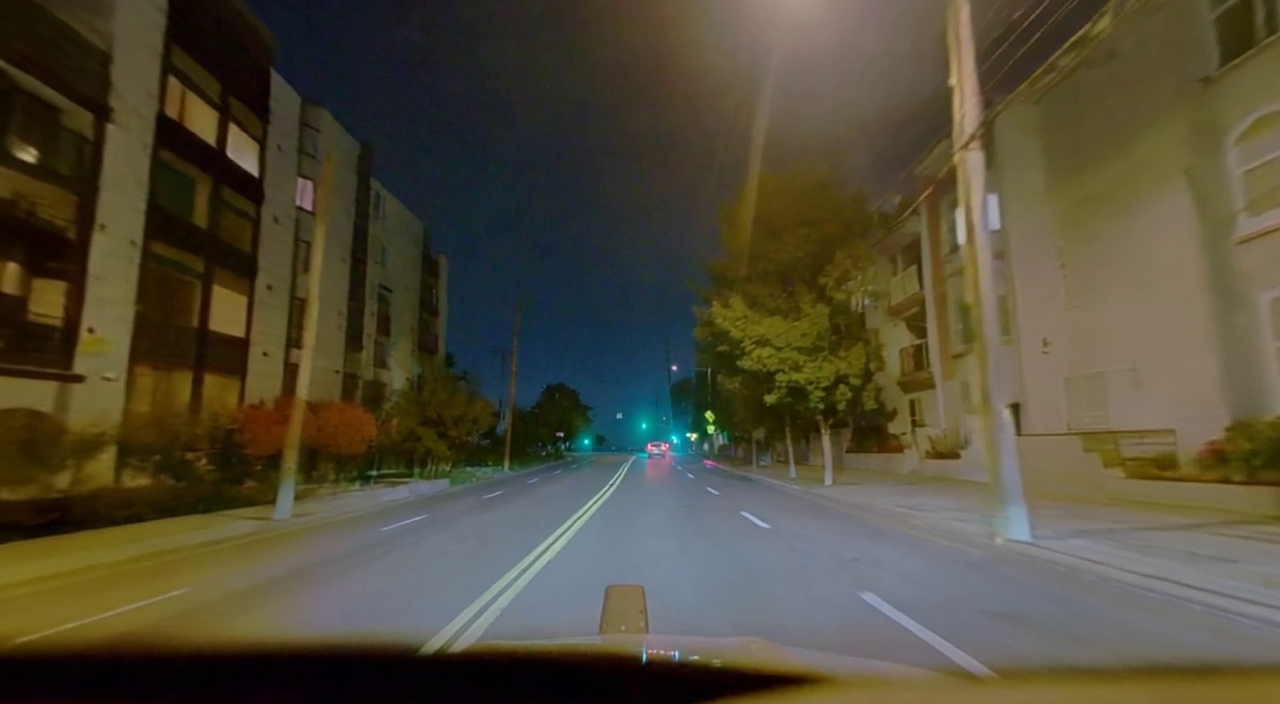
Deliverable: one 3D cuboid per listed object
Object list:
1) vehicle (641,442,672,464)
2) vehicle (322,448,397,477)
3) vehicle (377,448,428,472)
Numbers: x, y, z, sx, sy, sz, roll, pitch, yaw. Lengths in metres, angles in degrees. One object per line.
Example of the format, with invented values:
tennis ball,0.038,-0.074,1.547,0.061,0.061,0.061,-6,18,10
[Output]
vehicle,1.140,7.314,45.804,2.097,1.463,4.043,0,-9,0
vehicle,-15.621,6.169,35.446,2.113,1.501,4.659,0,-9,-1
vehicle,-15.454,7.042,41.170,1.692,1.477,3.902,0,-9,1
